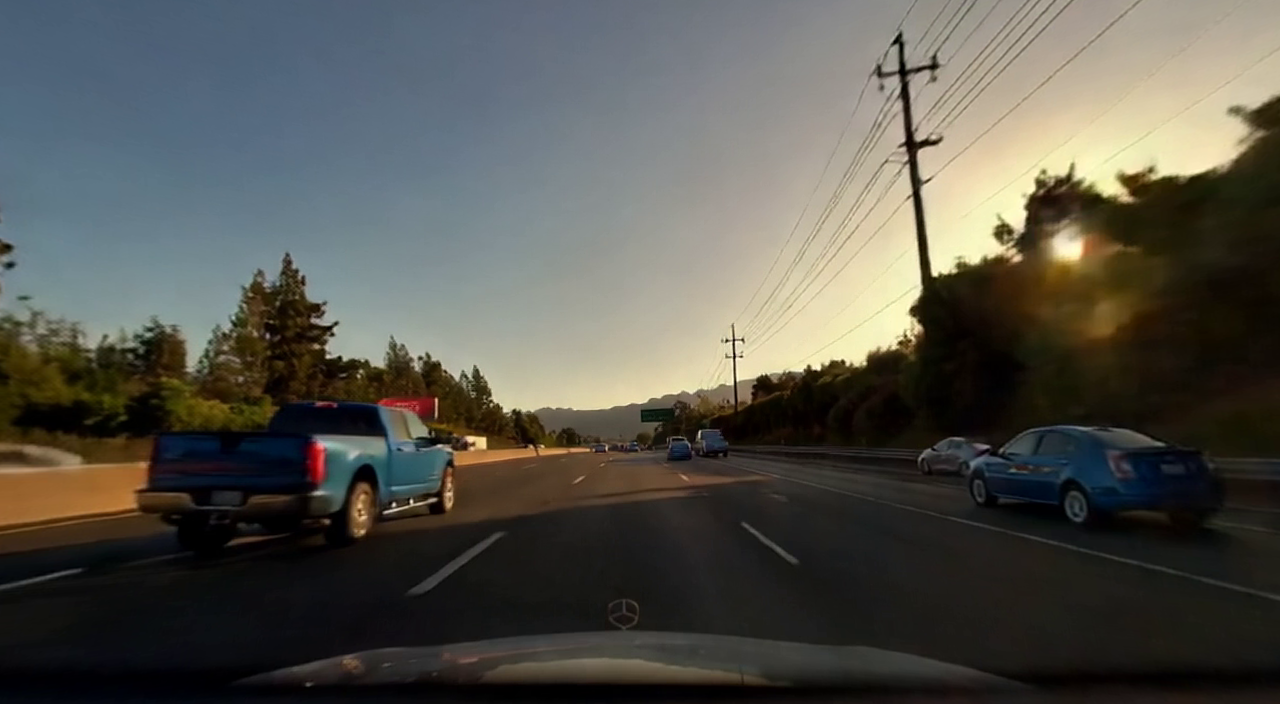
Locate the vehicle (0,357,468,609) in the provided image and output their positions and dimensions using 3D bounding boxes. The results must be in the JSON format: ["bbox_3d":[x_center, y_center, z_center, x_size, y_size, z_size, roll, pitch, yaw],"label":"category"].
[{"bbox_3d":[-4.381,1.500,8.229,2.508,2.023,6.176,0,-8,0],"label":"vehicle"}]

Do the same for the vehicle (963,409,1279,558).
[{"bbox_3d":[6.961,1.794,9.307,1.976,1.646,4.370,0,-8,-1],"label":"vehicle"}]

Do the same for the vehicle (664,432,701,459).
[{"bbox_3d":[3.320,7.424,49.970,2.484,2.024,5.265,0,-8,-1],"label":"vehicle"}]
